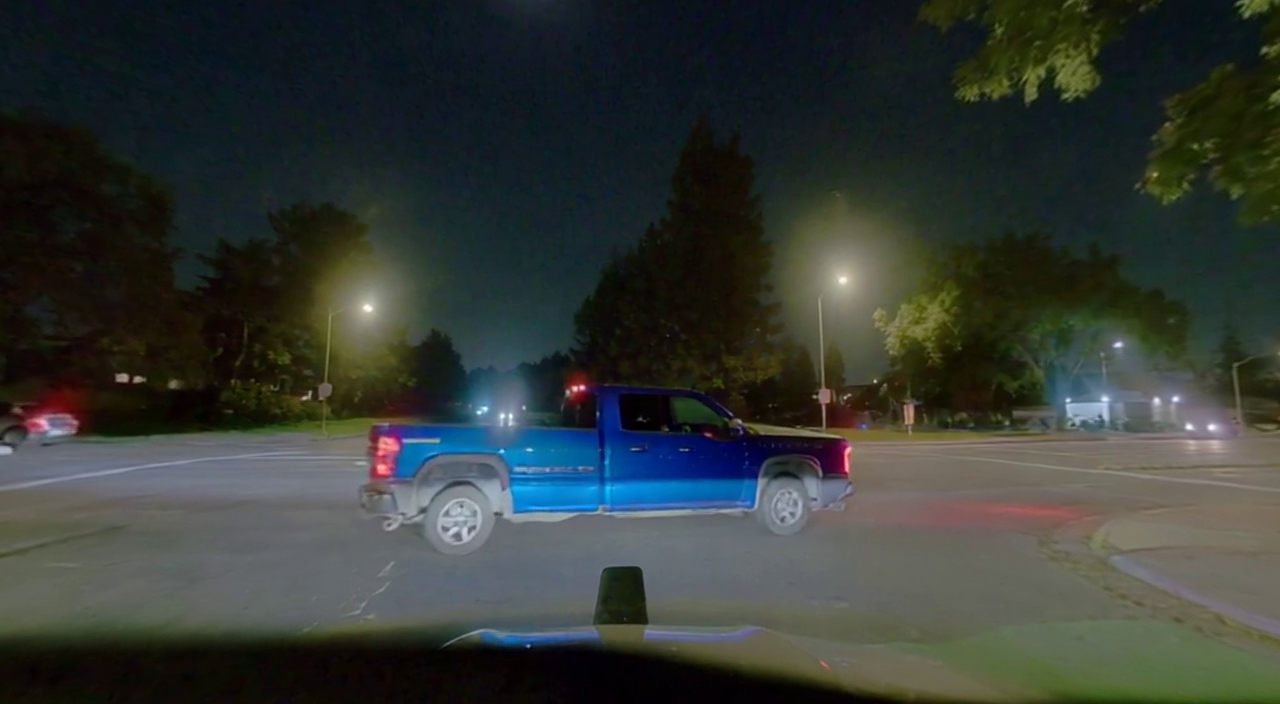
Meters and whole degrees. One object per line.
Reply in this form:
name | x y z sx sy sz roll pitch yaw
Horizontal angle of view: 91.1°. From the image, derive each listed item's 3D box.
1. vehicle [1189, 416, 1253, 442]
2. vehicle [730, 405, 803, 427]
vehicle | 43.267 5.752 46.703 5.333 1.837 2.124 5 -10 -34
vehicle | 8.927 4.527 44.385 4.674 1.483 1.745 1 -8 -7
